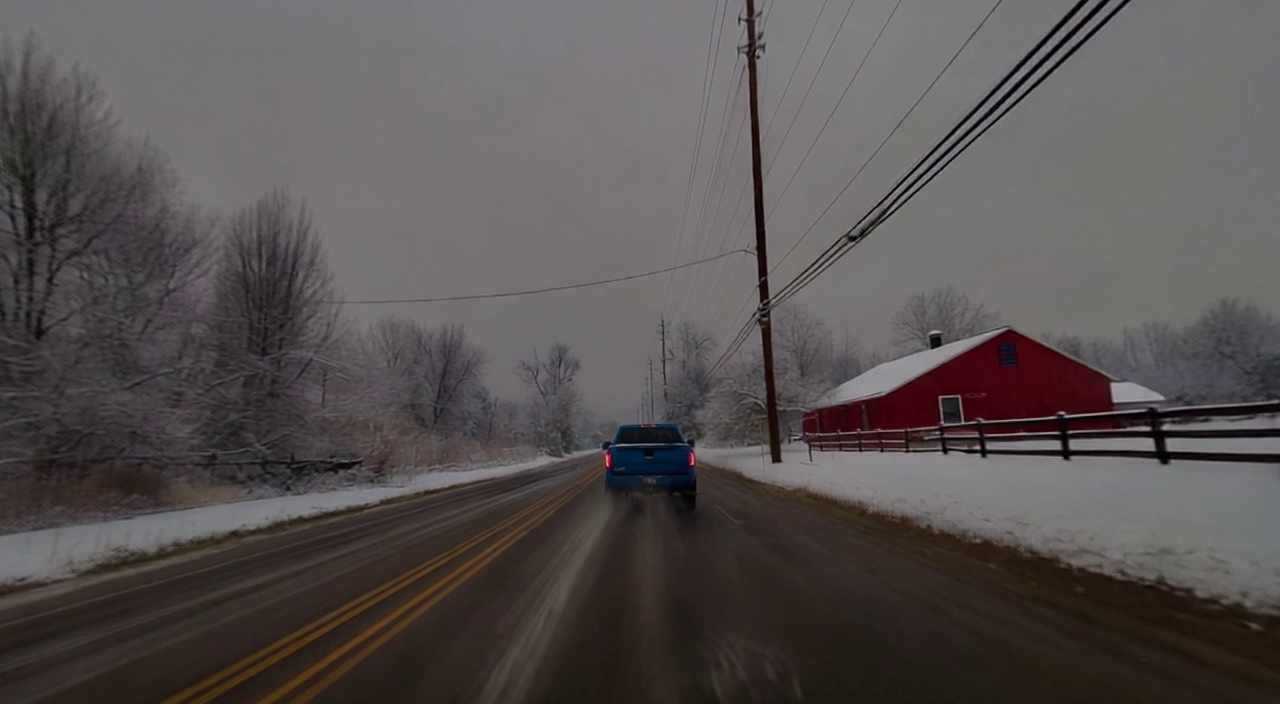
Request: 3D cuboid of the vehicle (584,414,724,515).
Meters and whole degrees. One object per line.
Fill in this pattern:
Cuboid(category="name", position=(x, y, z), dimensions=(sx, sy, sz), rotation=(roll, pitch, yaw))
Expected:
Cuboid(category="vehicle", position=(0.230, 2.660, 15.479), dimensions=(2.693, 1.941, 6.356), rotation=(0, -9, -1))
